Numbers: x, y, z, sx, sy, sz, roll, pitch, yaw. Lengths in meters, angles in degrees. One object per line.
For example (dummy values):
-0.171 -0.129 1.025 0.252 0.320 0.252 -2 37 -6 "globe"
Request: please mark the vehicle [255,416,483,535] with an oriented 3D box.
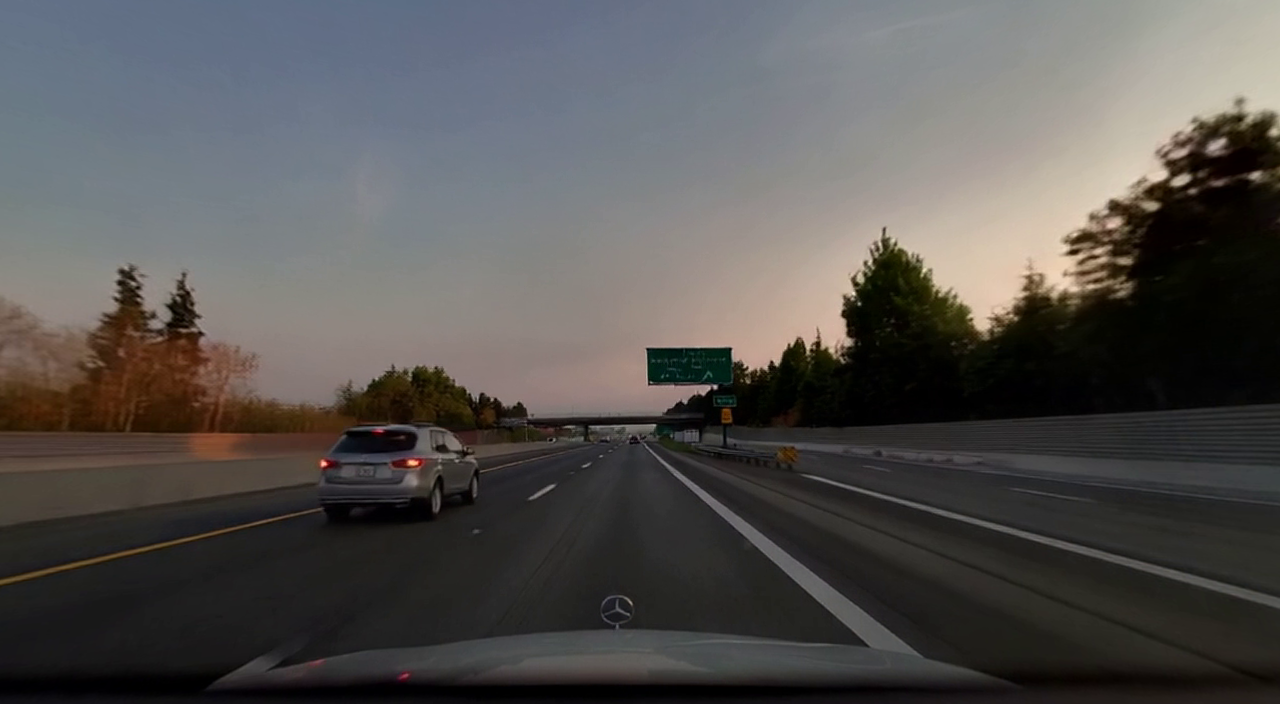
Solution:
-4.305 1.998 10.944 2.129 1.641 4.263 0 -8 -1 "vehicle"
